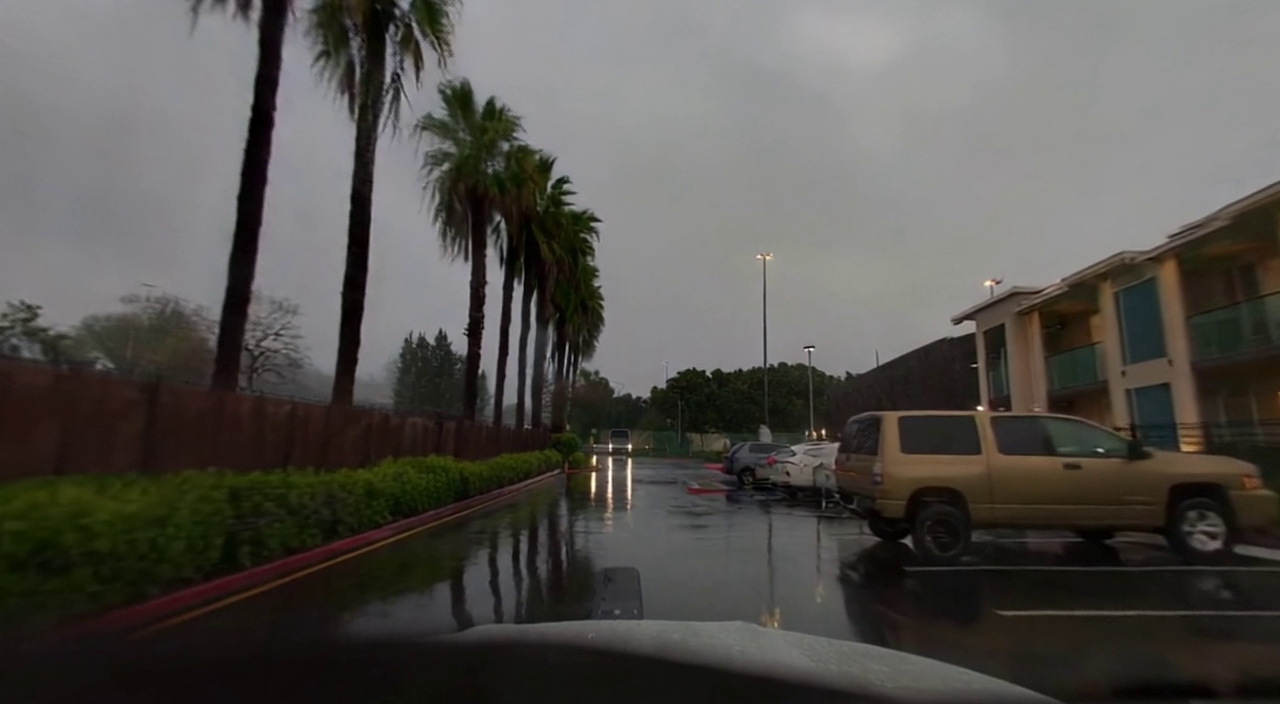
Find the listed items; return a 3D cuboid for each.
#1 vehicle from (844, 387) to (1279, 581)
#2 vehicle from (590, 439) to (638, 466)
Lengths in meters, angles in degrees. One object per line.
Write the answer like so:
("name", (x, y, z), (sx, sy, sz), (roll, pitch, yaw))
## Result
("vehicle", (5.039, 1.501, 7.464), (4.609, 1.734, 1.909), (3, -8, 1))
("vehicle", (-1.982, 7.483, 47.274), (2.073, 1.791, 4.365), (7, -9, -23))
